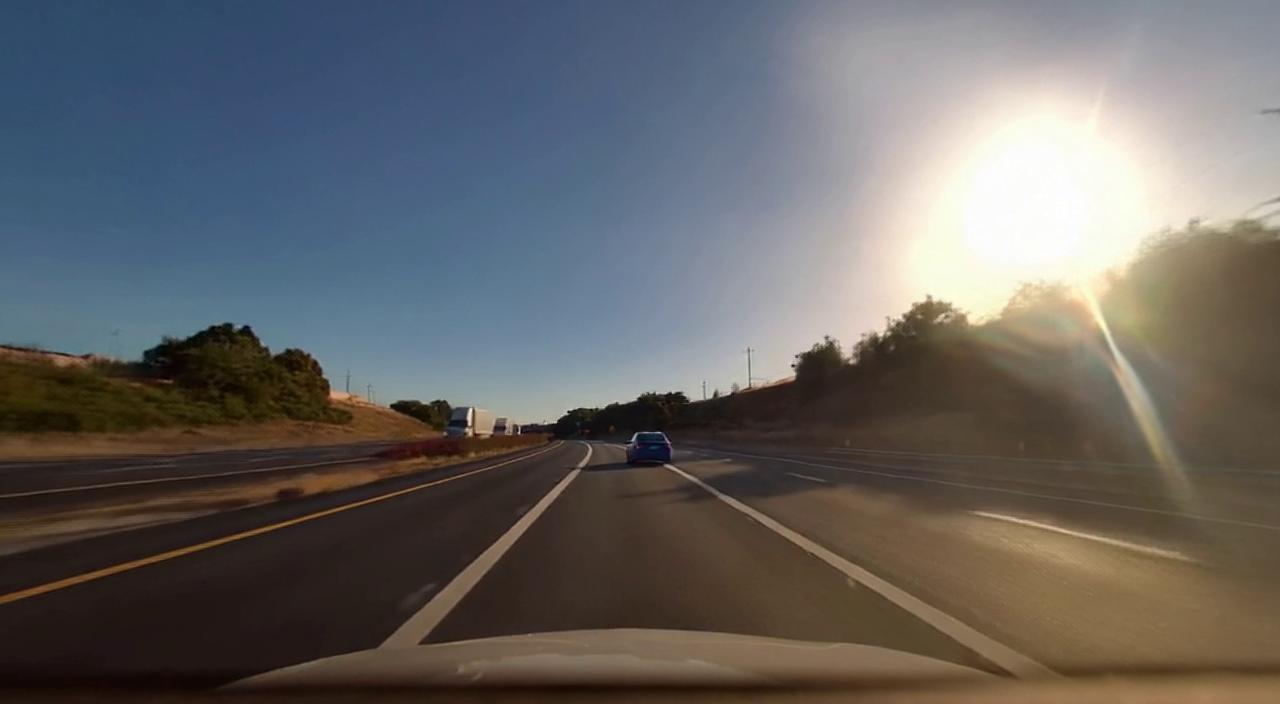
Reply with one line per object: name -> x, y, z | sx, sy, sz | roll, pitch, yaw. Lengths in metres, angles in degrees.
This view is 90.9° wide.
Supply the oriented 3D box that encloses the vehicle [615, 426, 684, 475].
vehicle -> 0.230, 3.481, 22.637 | 1.997, 1.589, 4.179 | 1, -8, -6
